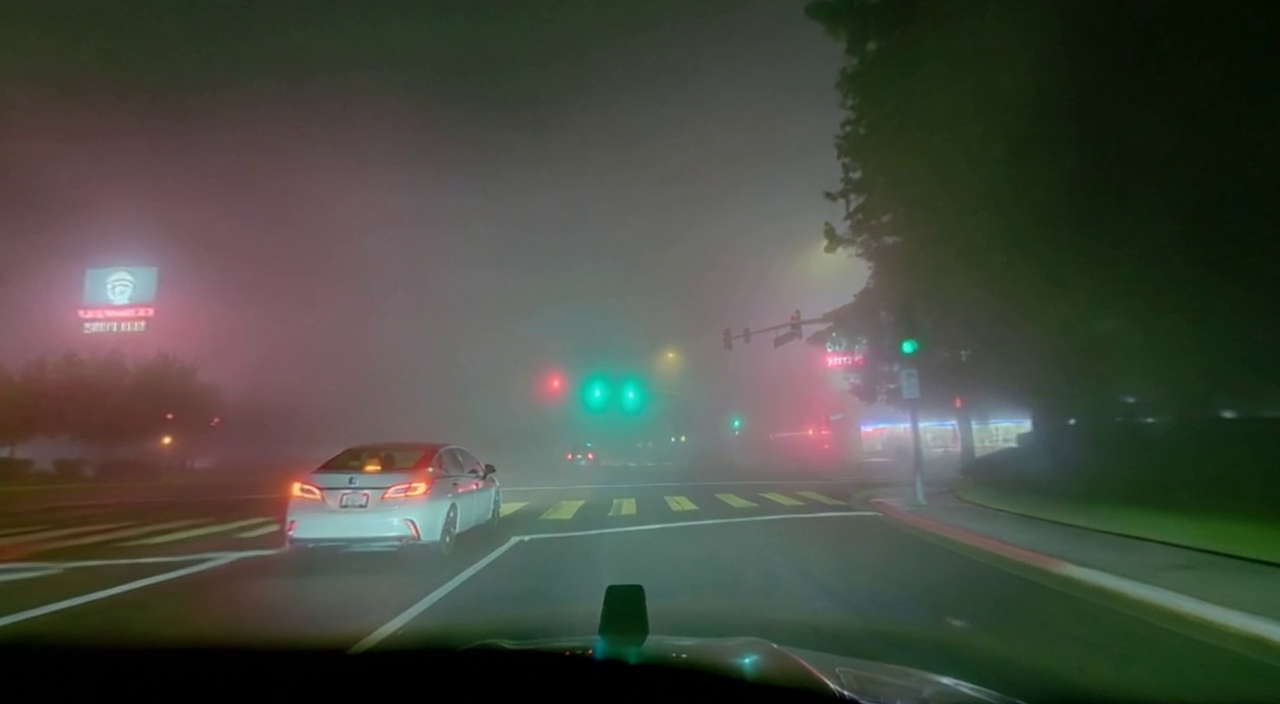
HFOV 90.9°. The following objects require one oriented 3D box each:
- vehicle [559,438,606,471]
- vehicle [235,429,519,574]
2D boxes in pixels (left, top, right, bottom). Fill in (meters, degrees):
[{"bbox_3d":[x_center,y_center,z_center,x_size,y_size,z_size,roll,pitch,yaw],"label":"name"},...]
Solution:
[{"bbox_3d":[-3.108,5.641,34.952,2.109,1.692,4.220,0,-9,1],"label":"vehicle"},{"bbox_3d":[-3.141,1.872,8.751,2.018,1.477,4.401,0,-9,0],"label":"vehicle"}]
